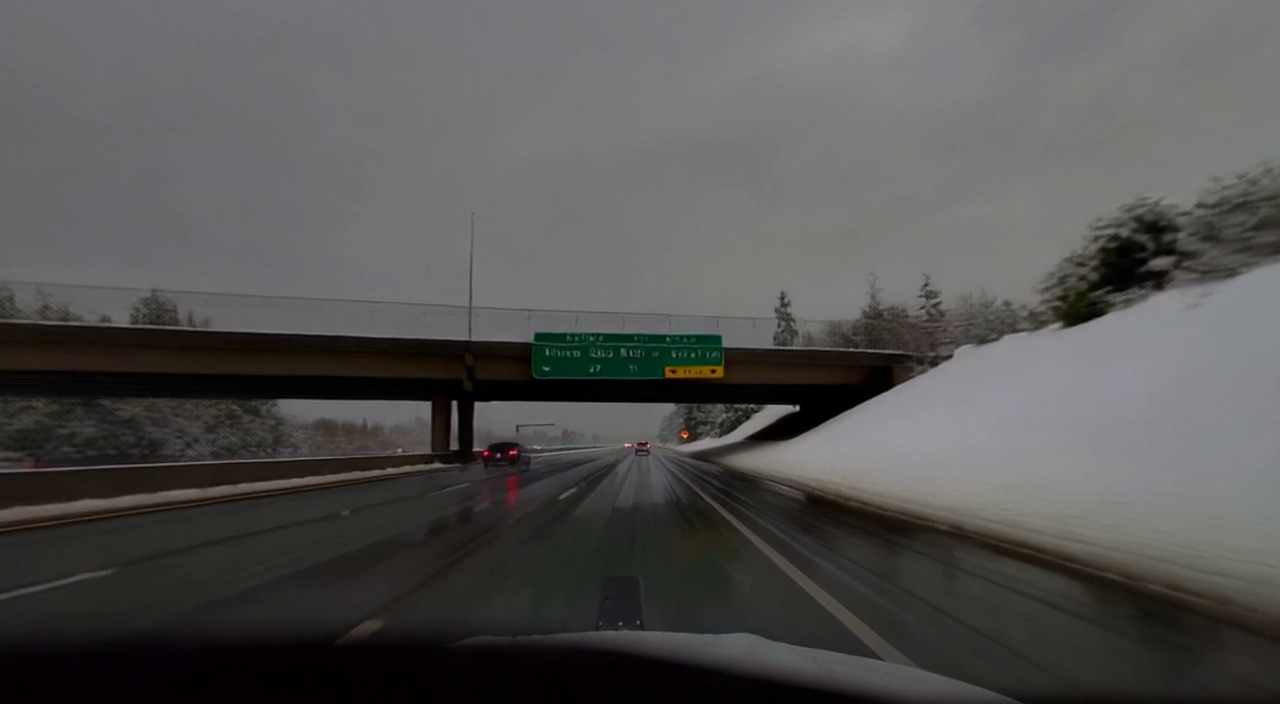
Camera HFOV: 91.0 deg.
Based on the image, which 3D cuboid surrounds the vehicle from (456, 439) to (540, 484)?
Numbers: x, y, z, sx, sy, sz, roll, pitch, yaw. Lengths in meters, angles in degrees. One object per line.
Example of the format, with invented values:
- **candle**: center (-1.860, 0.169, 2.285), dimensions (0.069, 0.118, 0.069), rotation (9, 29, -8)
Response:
- **vehicle**: center (-5.287, 4.144, 24.155), dimensions (1.916, 1.545, 4.757), rotation (0, -8, 2)
